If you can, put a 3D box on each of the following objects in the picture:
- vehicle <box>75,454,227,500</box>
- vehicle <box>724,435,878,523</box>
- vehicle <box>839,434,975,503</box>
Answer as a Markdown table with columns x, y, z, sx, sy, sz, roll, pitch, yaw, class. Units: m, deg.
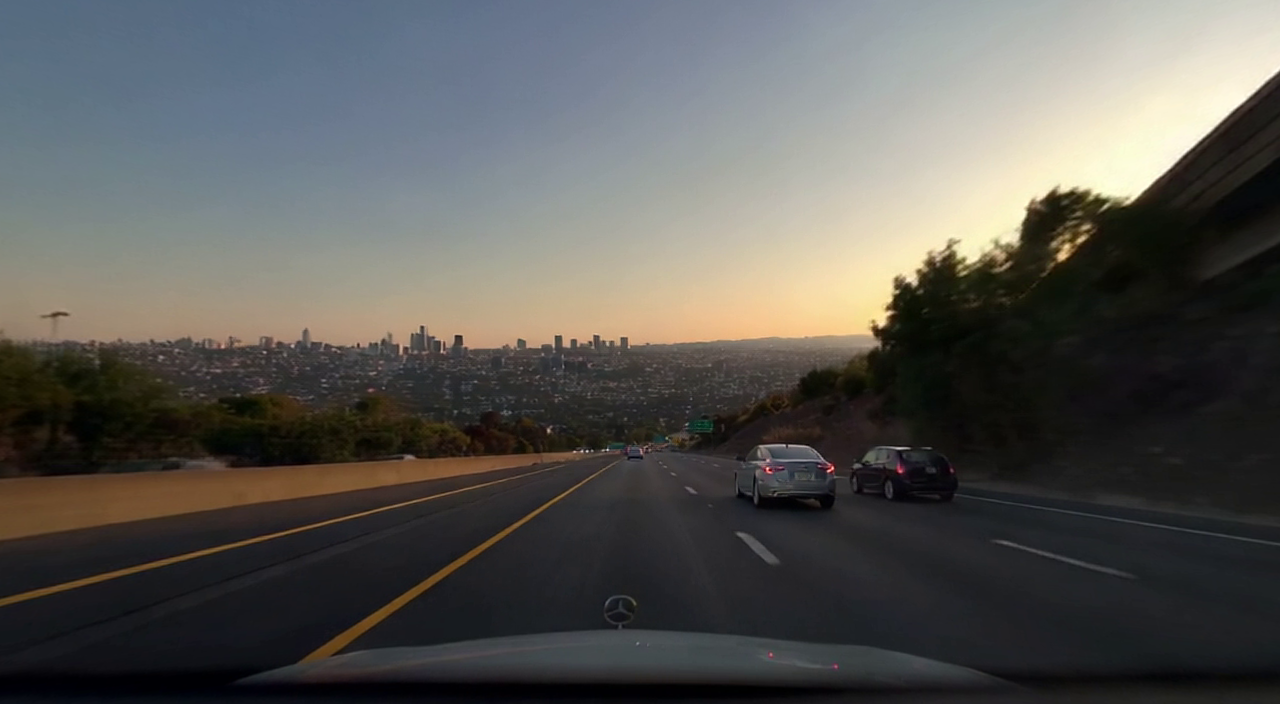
| x | y | z | sx | sy | sz | roll | pitch | yaw | class |
| --- | --- | --- | --- | --- | --- | --- | --- | --- | --- |
| -19.461 | 4.967 | 25.500 | 2.202 | 1.577 | 4.701 | -1 | -8 | 3 | vehicle |
| 3.165 | 2.598 | 13.546 | 1.982 | 1.533 | 4.612 | 0 | -8 | -1 | vehicle |
| 6.902 | 3.033 | 16.831 | 1.856 | 1.592 | 3.920 | 0 | -8 | -1 | vehicle |
